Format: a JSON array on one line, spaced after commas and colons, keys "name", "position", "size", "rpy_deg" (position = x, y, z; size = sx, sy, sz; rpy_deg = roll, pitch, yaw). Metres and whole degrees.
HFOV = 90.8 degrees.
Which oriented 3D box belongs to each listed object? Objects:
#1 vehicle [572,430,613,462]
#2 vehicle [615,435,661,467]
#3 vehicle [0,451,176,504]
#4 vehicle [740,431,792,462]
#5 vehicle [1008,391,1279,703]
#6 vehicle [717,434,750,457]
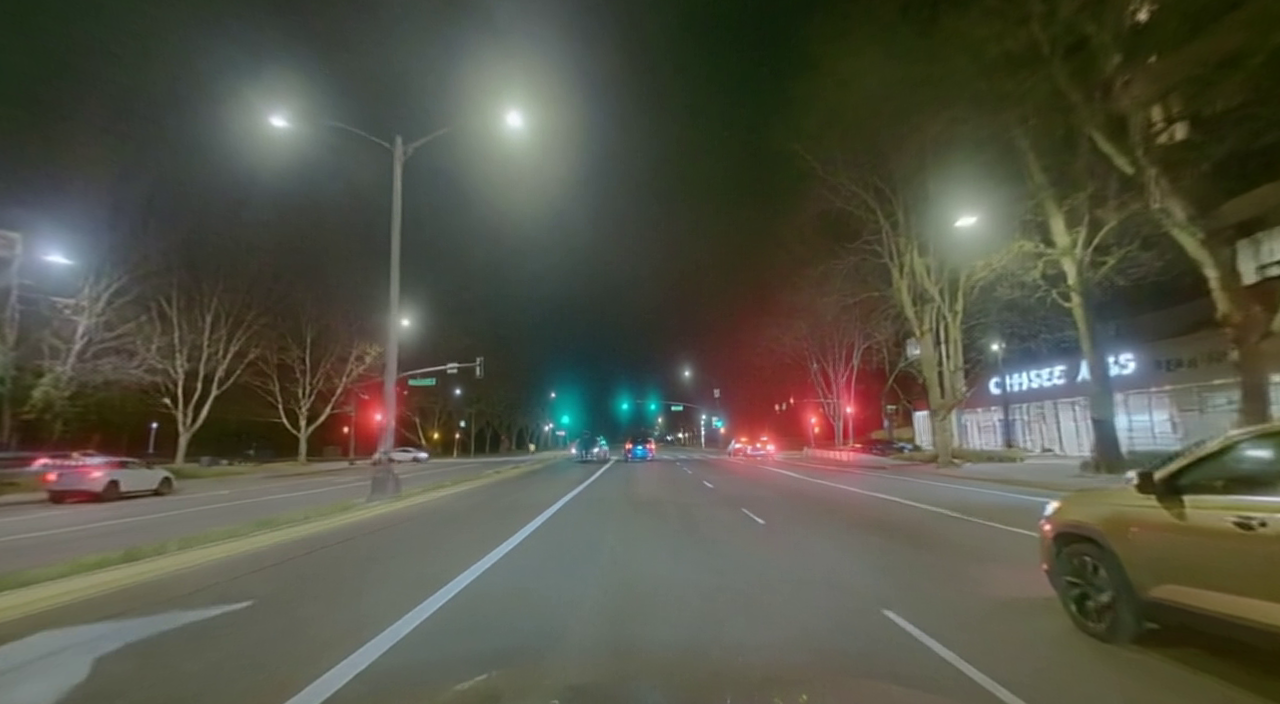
[{"name": "vehicle", "position": [-2.791, 5.740, 38.499], "size": [2.064, 1.825, 4.760], "rpy_deg": [0, -8, 1]}, {"name": "vehicle", "position": [-0.092, 4.884, 31.271], "size": [2.097, 1.480, 4.006], "rpy_deg": [0, -8, 0]}, {"name": "vehicle", "position": [-18.069, 4.060, 20.901], "size": [1.865, 1.460, 4.693], "rpy_deg": [0, -8, -1]}, {"name": "vehicle", "position": [7.375, 5.599, 37.444], "size": [2.068, 1.731, 4.752], "rpy_deg": [0, -8, -1]}, {"name": "vehicle", "position": [3.742, 0.875, 2.504], "size": [1.861, 1.473, 4.393], "rpy_deg": [0, -8, -1]}, {"name": "vehicle", "position": [7.212, 7.303, 49.144], "size": [1.894, 1.693, 4.110], "rpy_deg": [0, -8, -1]}]
